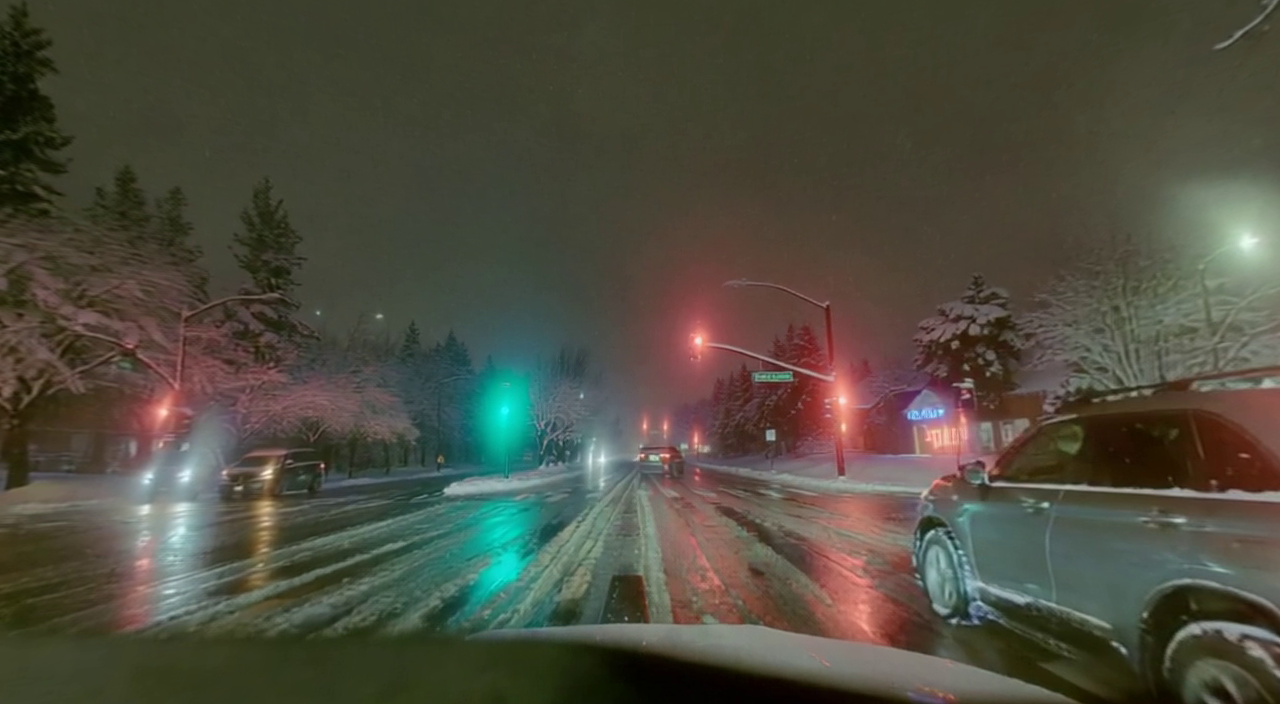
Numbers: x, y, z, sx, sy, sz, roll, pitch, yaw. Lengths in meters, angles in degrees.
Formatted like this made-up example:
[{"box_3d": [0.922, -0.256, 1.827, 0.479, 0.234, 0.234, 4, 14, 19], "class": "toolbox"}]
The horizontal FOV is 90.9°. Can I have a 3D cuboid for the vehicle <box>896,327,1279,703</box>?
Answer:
[{"box_3d": [3.606, 1.023, 3.905, 2.301, 1.767, 4.289, 0, -8, 1], "class": "vehicle"}]

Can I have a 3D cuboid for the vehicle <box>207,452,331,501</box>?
[{"box_3d": [-14.967, 4.999, 25.810, 2.169, 1.753, 4.640, 0, -8, 1], "class": "vehicle"}]

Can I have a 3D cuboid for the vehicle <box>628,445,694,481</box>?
[{"box_3d": [1.143, 5.526, 31.753, 2.153, 1.658, 4.569, -3, -9, 18], "class": "vehicle"}]

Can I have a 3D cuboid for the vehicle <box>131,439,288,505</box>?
[{"box_3d": [-18.734, 5.183, 27.959, 2.557, 2.580, 5.856, -1, -8, 3], "class": "vehicle"}]

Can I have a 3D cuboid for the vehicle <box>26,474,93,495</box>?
[{"box_3d": [-44.586, 10.153, 48.443, 3.497, 1.415, 1.569, -1, -8, -1], "class": "vehicle"}]
